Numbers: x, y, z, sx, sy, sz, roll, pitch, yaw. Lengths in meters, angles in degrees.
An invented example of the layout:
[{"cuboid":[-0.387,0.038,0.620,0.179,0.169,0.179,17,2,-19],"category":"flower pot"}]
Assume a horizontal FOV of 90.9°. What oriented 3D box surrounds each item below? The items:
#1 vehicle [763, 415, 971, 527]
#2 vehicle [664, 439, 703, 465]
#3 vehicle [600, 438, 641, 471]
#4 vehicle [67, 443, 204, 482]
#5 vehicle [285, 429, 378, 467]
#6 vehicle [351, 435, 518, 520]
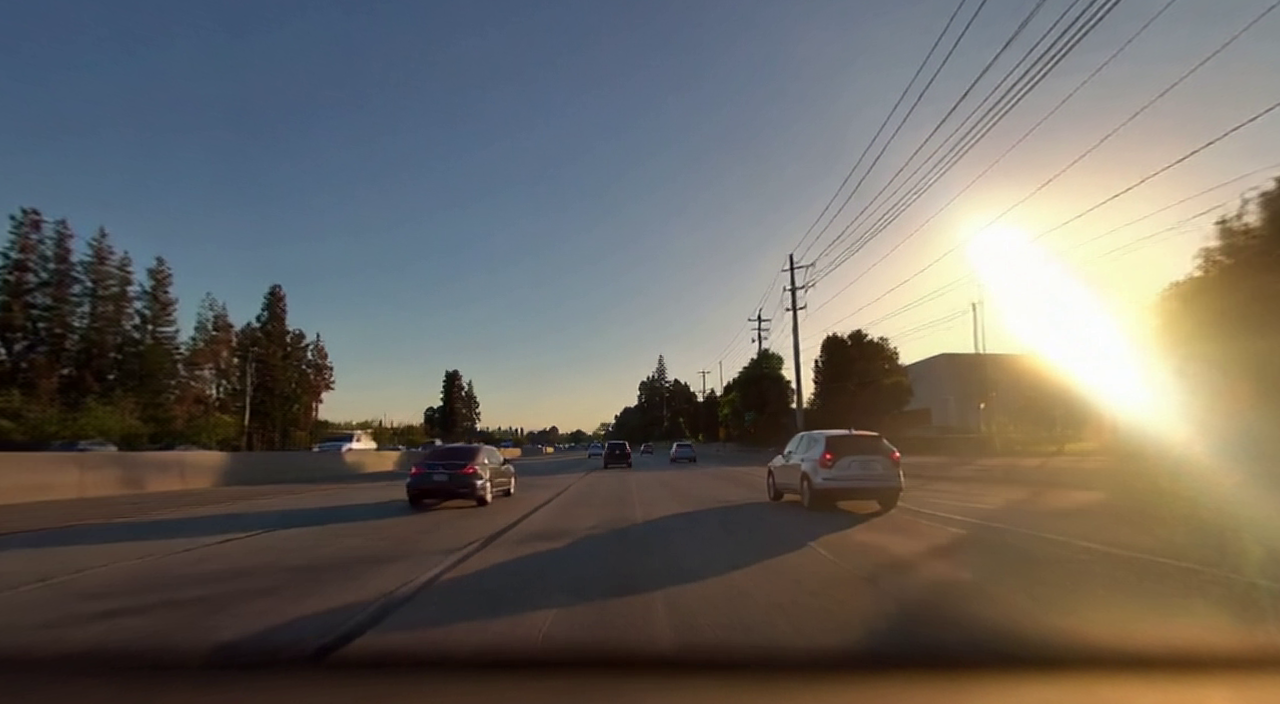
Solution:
[{"cuboid":[4.040,2.221,12.320,2.102,1.723,4.745,0,-8,-3],"category":"vehicle"},{"cuboid":[2.954,6.955,43.981,2.099,1.720,4.829,0,-8,-4],"category":"vehicle"},{"cuboid":[-1.132,5.844,36.241,2.192,1.769,4.287,0,-8,-2],"category":"vehicle"},{"cuboid":[-20.532,4.497,25.990,1.914,1.447,4.553,0,-8,-1],"category":"vehicle"},{"cuboid":[-16.945,5.328,35.104,2.305,1.901,5.934,0,-8,-2],"category":"vehicle"},{"cuboid":[-4.386,2.762,14.559,2.091,1.562,5.220,0,-8,0],"category":"vehicle"}]
